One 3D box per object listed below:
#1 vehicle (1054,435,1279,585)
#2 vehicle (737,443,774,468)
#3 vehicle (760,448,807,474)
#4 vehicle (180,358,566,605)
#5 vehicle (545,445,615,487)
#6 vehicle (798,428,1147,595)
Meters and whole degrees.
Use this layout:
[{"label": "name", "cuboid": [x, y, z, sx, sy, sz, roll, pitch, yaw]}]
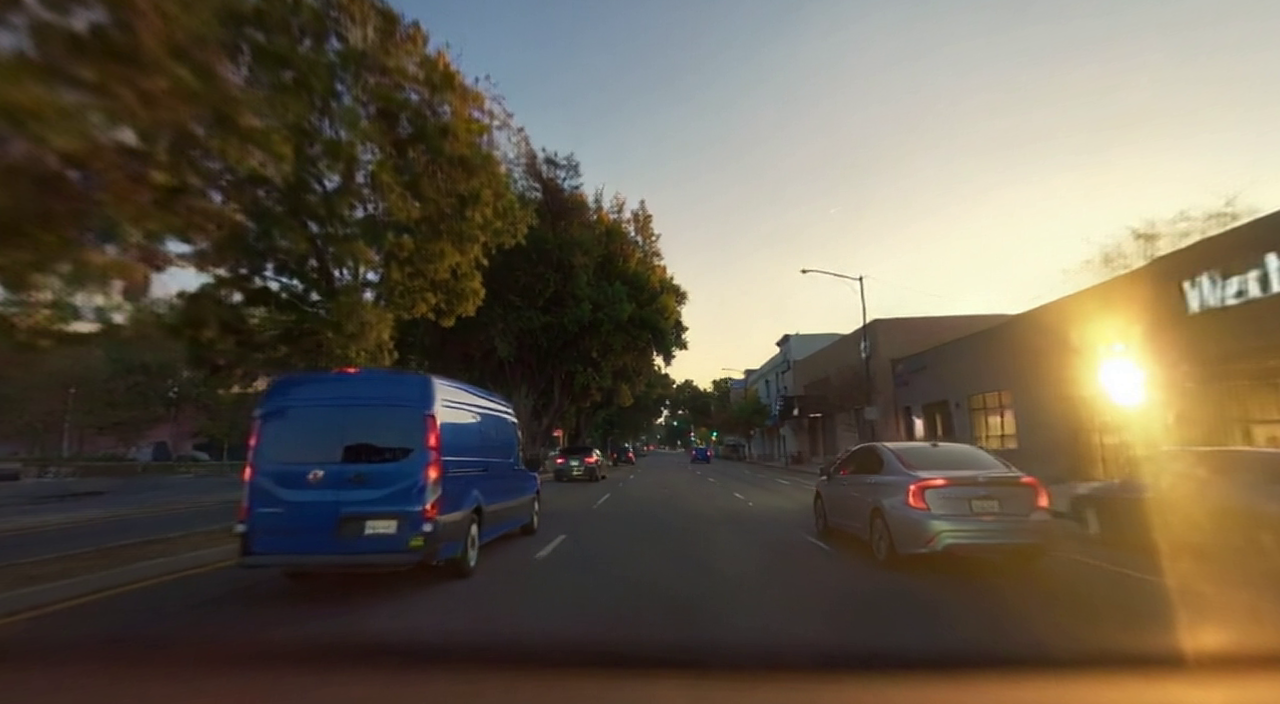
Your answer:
[{"label": "vehicle", "cuboid": [7.350, 1.759, 7.556, 1.896, 1.479, 4.416, 0, -9, 2]}, {"label": "vehicle", "cuboid": [8.768, 7.893, 48.315, 2.017, 1.745, 4.670, 0, -9, 1]}, {"label": "vehicle", "cuboid": [8.423, 6.407, 37.468, 1.896, 1.442, 4.305, 0, -9, 2]}, {"label": "vehicle", "cuboid": [-2.692, 1.542, 8.431, 2.490, 2.153, 5.594, 0, -9, 2]}, {"label": "vehicle", "cuboid": [-2.176, 4.310, 24.260, 2.060, 1.466, 4.387, -1, -9, 3]}, {"label": "vehicle", "cuboid": [3.579, 1.790, 8.053, 2.021, 1.491, 4.563, 0, -9, 1]}]
